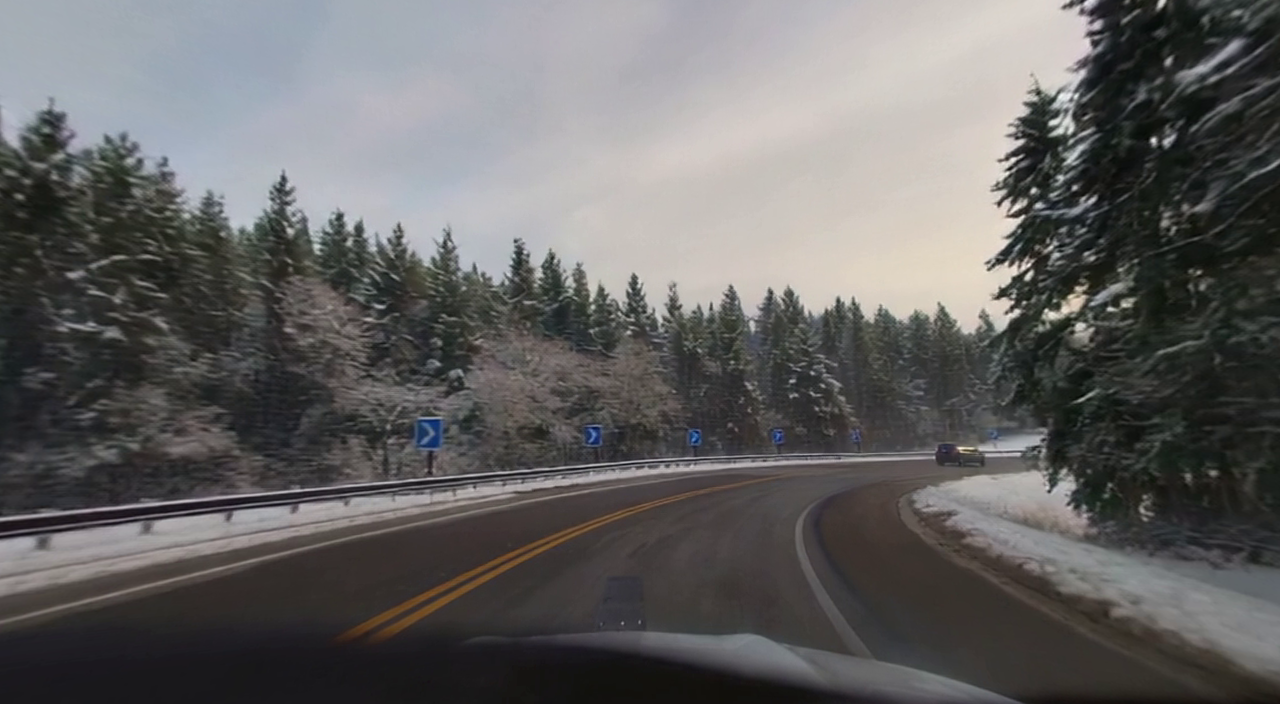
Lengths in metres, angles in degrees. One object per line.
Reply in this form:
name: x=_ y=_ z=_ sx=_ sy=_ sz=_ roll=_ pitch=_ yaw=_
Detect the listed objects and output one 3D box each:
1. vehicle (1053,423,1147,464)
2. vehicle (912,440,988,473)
vehicle: x=33.405 y=6.676 z=45.776 sx=5.981 sy=2.823 sz=2.498 roll=3 pitch=-10 yaw=-21
vehicle: x=17.354 y=5.806 z=35.160 sx=4.325 sy=1.674 sz=2.221 roll=8 pitch=-12 yaw=-41
